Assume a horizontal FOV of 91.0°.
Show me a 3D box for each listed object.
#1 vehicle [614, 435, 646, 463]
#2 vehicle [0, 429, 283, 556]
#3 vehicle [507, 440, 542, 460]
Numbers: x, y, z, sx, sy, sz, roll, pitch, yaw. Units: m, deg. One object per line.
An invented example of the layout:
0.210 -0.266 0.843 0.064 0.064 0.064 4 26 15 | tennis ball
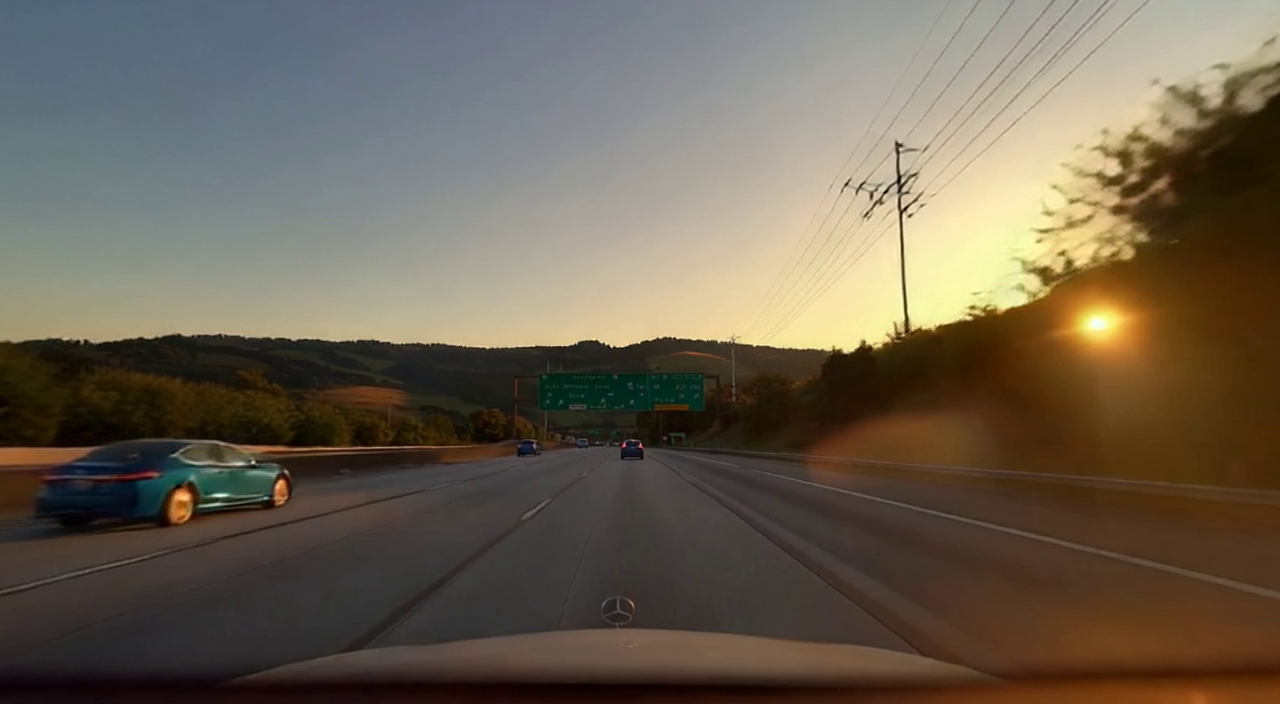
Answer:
-0.679 6.360 41.517 2.040 1.715 3.906 0 -8 -1 | vehicle
-7.579 1.924 9.412 1.949 1.428 4.408 0 -8 -1 | vehicle
-9.085 7.692 49.754 2.047 1.486 4.306 0 -8 -1 | vehicle
